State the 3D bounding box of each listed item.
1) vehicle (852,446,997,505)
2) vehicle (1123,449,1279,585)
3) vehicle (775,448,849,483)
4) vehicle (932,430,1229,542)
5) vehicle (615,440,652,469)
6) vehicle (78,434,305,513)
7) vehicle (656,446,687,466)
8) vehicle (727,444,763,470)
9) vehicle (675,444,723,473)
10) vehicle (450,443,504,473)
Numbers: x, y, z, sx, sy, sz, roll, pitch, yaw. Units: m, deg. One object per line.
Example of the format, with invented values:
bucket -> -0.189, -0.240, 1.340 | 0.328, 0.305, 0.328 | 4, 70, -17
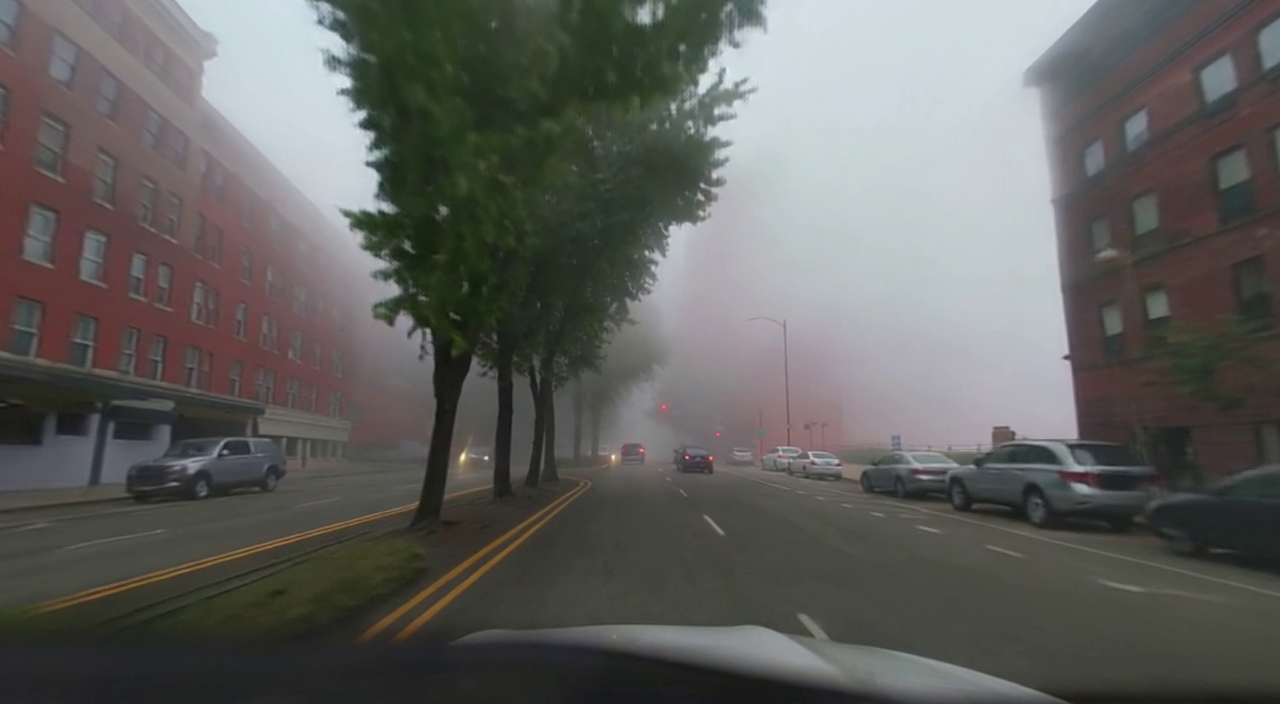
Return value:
vehicle -> 8.167, 3.549, 18.719 | 2.072, 1.479, 4.603 | 0, -8, -1
vehicle -> 8.149, 1.804, 6.766 | 2.075, 1.467, 4.800 | 0, -8, -1
vehicle -> 8.036, 5.334, 30.071 | 2.054, 1.455, 4.786 | 0, -8, -2
vehicle -> 8.155, 2.519, 12.530 | 2.310, 1.753, 4.814 | 0, -9, -1
vehicle -> -0.413, 6.858, 42.524 | 2.329, 1.842, 4.537 | 0, -8, 0
vehicle -> -14.454, 3.953, 21.143 | 2.822, 2.230, 6.145 | 0, -9, 3
vehicle -> 2.368, 7.916, 48.227 | 2.019, 1.462, 4.155 | 0, -8, -1
vehicle -> 7.914, 7.926, 47.904 | 1.959, 1.719, 4.538 | 1, -8, 0
vehicle -> 3.256, 6.035, 36.115 | 2.238, 1.499, 4.964 | 0, -8, 0
vehicle -> -10.075, 6.579, 39.472 | 2.212, 1.784, 4.626 | 0, -8, -1
